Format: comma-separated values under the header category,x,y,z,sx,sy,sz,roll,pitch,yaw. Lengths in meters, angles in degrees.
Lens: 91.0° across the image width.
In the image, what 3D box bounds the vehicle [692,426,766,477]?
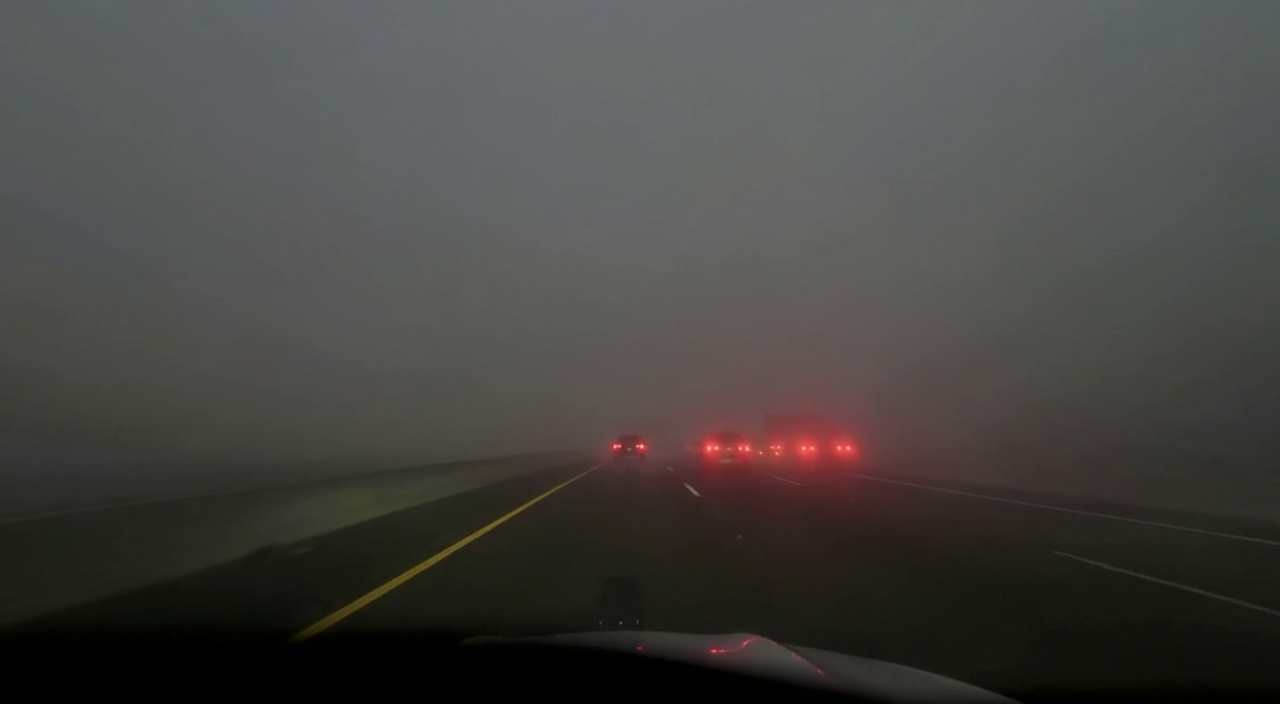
category,x,y,z,sx,sy,sz,roll,pitch,yaw
vehicle,3.475,4.042,25.597,2.269,1.839,4.554,1,-9,-1

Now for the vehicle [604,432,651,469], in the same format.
category,x,y,z,sx,sy,sz,roll,pitch,yaw
vehicle,-0.528,4.858,31.043,2.142,1.664,4.076,0,-9,1
